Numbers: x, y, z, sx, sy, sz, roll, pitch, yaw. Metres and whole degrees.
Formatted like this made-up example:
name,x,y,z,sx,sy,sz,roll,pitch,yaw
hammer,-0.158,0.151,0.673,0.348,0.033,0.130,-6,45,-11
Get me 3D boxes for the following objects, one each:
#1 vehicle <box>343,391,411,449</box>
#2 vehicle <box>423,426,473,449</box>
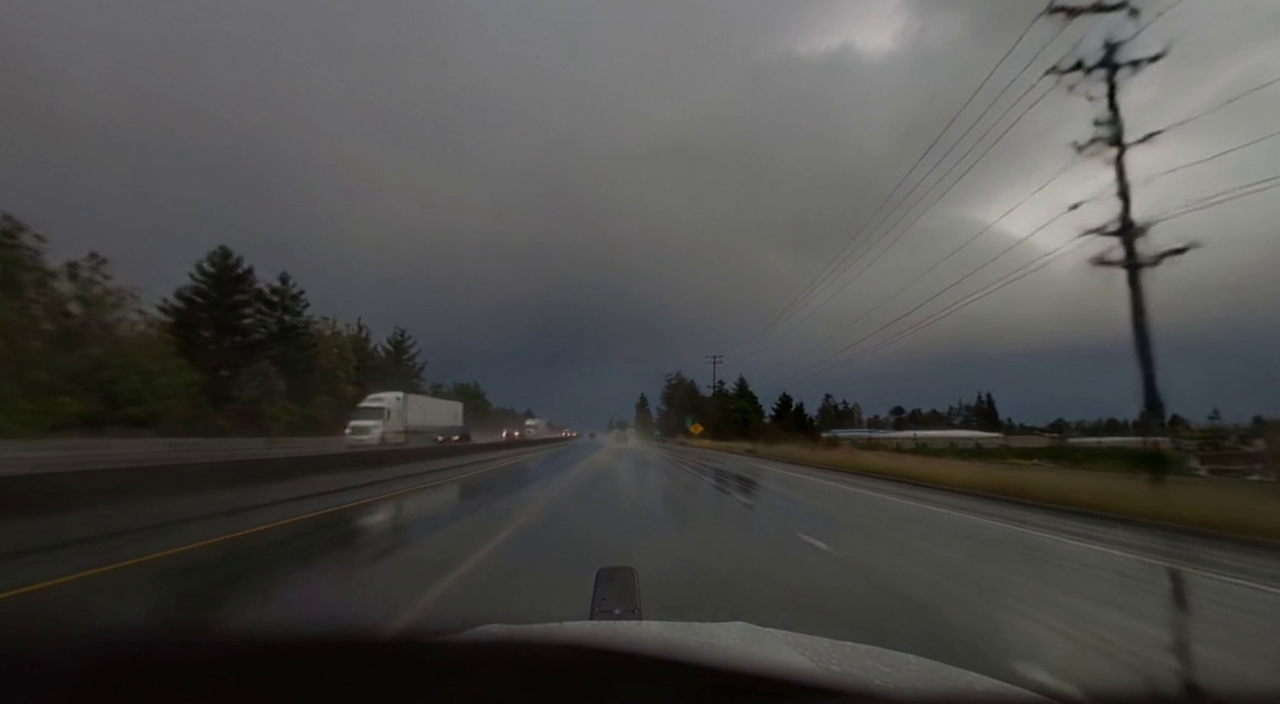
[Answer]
name,x,y,z,sx,sy,sz,roll,pitch,yaw
vehicle,-17.044,4.458,40.990,2.979,3.649,3.176,0,-8,-2
vehicle,-12.945,5.794,42.859,2.027,1.453,4.529,0,-8,-1
